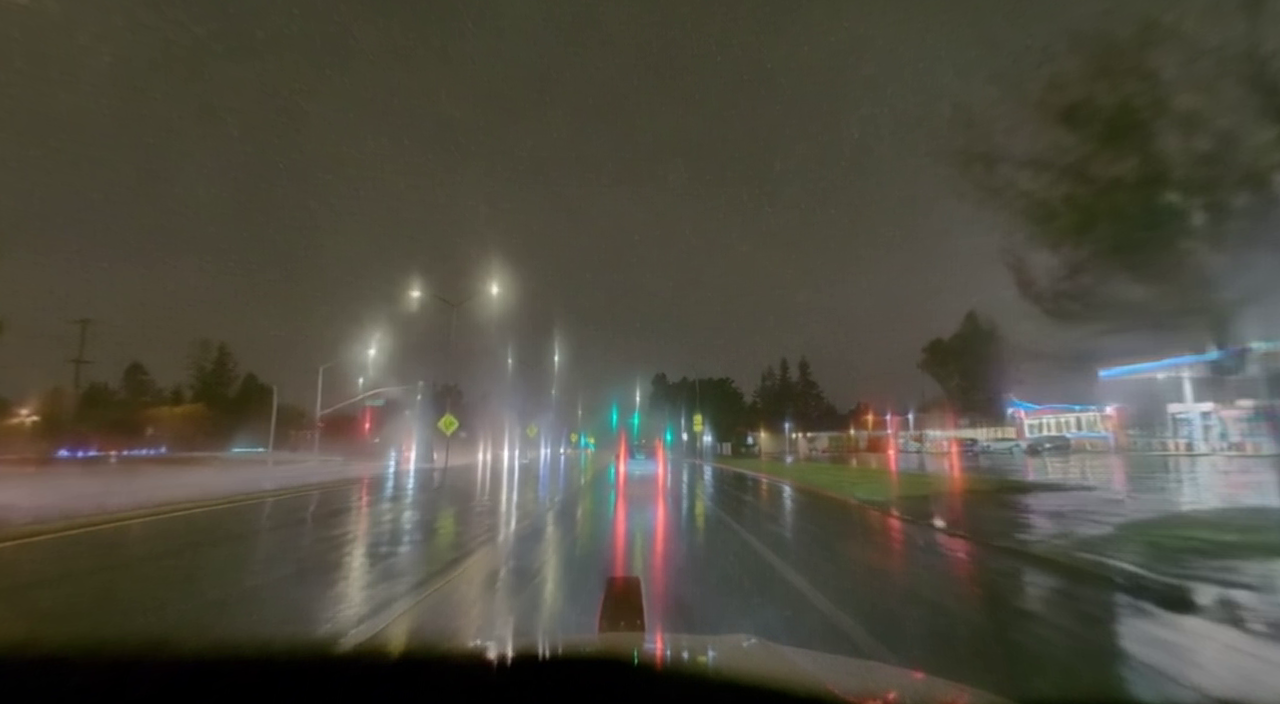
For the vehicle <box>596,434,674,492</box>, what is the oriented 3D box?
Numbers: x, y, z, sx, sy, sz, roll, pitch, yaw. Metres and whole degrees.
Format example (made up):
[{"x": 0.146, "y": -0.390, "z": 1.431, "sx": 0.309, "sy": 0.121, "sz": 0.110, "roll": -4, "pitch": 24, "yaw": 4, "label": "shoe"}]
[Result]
[{"x": -0.134, "y": 3.253, "z": 18.784, "sx": 2.062, "sy": 1.519, "sz": 4.214, "roll": 0, "pitch": -8, "yaw": 0, "label": "vehicle"}]

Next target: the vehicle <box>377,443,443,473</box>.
[{"x": -12.207, "y": 5.635, "z": 33.727, "sx": 1.868, "sy": 1.516, "sz": 4.321, "roll": 0, "pitch": -8, "yaw": 1, "label": "vehicle"}]
